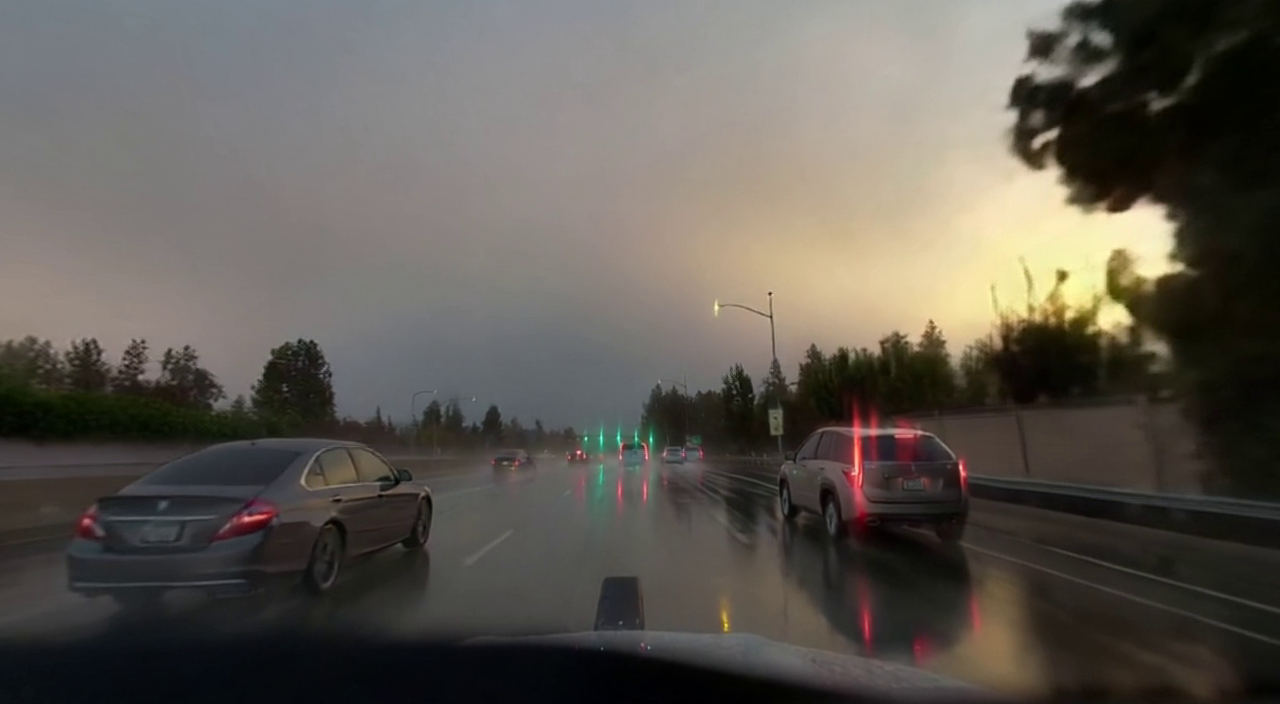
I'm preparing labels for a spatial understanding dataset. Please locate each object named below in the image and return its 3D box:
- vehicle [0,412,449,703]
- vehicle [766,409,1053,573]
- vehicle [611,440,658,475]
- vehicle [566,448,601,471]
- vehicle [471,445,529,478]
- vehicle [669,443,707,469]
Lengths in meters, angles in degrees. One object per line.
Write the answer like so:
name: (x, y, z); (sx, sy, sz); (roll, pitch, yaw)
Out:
vehicle: (-3.454, 1.395, 5.386); (2.130, 1.514, 4.766); (0, -8, 0)
vehicle: (3.330, 1.807, 9.058); (2.029, 1.716, 4.545); (0, -8, -1)
vehicle: (-0.317, 5.787, 34.970); (2.408, 1.748, 4.217); (0, -8, -1)
vehicle: (-3.781, 7.299, 43.232); (1.968, 1.473, 4.209); (0, -8, 1)
vehicle: (-7.014, 5.523, 32.117); (1.980, 1.519, 4.147); (0, -8, 1)
vehicle: (3.302, 7.275, 44.546); (2.320, 1.735, 4.408); (0, -8, 0)
